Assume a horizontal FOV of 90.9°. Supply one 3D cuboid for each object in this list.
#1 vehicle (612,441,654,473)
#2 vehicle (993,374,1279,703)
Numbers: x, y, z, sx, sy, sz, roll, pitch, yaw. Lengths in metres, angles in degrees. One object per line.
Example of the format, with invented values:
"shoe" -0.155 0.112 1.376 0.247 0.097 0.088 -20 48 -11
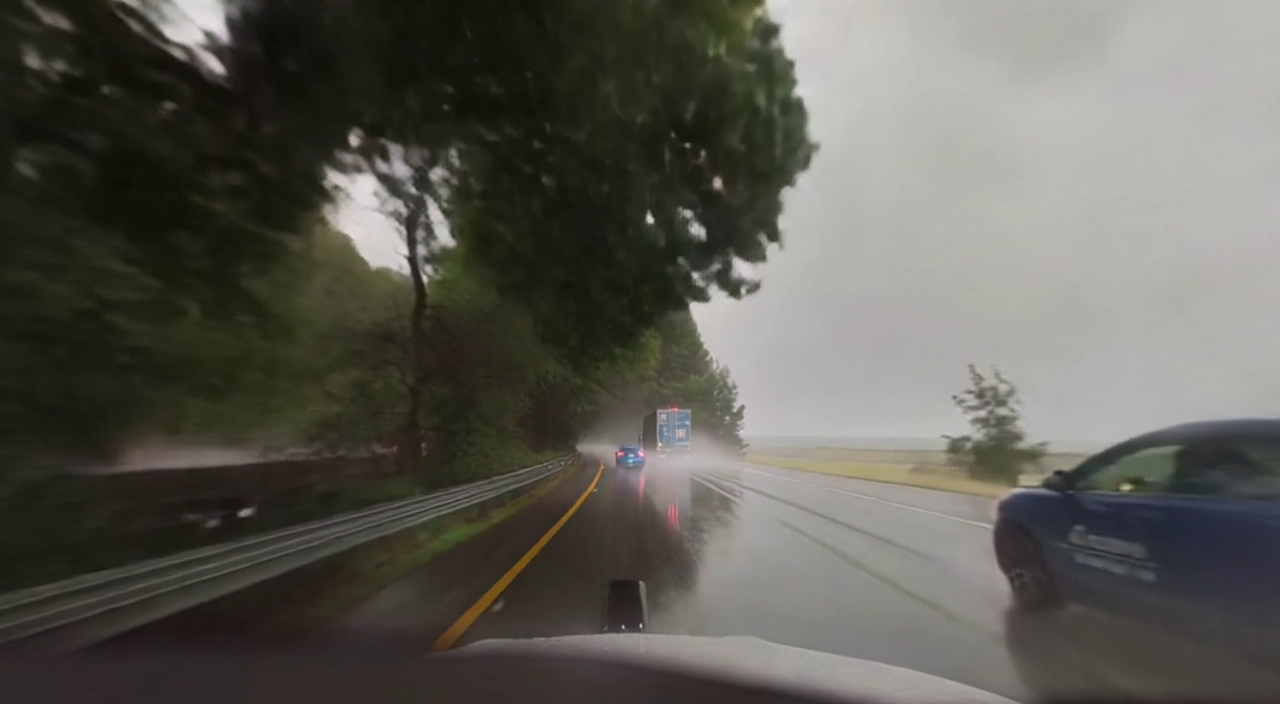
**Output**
"vehicle" -0.408 5.100 30.770 1.913 1.460 3.610 0 -9 -3
"vehicle" 3.951 0.902 2.852 1.977 1.599 4.605 0 -9 -1
